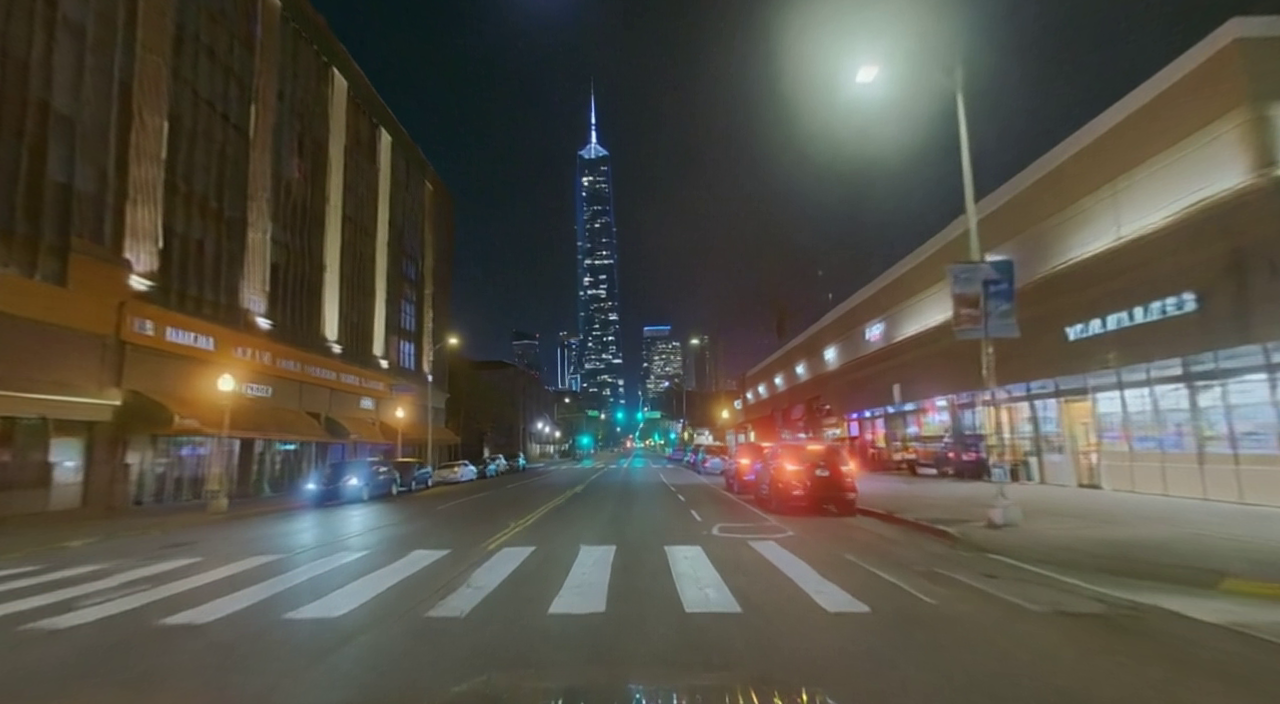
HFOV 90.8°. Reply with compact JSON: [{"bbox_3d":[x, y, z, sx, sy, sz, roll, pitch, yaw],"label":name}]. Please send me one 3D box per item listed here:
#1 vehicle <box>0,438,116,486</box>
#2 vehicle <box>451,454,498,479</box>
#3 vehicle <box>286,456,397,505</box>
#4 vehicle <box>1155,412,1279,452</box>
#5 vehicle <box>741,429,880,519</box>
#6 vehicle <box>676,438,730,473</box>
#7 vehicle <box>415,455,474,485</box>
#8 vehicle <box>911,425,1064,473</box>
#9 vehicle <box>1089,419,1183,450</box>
[{"bbox_3d":[-22.440,4.120,23.977,1.778,1.639,4.019,0,-8,-3],"label":"vehicle"},{"bbox_3d":[-10.782,7.476,41.488,1.803,1.489,4.404,0,-8,1],"label":"vehicle"},{"bbox_3d":[-10.918,4.695,23.536,2.018,1.553,4.407,0,-8,-1],"label":"vehicle"},{"bbox_3d":[27.214,3.750,29.394,4.579,1.735,2.092,0,-9,0],"label":"vehicle"},{"bbox_3d":[3.848,2.837,15.352,2.118,1.779,5.121,-1,-8,2],"label":"vehicle"},{"bbox_3d":[3.624,6.097,37.541,2.492,1.909,5.830,0,-8,-1],"label":"vehicle"},{"bbox_3d":[-10.865,6.581,35.472,1.861,1.473,4.633,0,-8,-1],"label":"vehicle"},{"bbox_3d":[13.568,3.822,24.951,4.732,1.746,2.141,-1,-8,3],"label":"vehicle"},{"bbox_3d":[27.048,4.473,34.489,3.666,1.448,1.639,-3,-5,1],"label":"vehicle"}]
